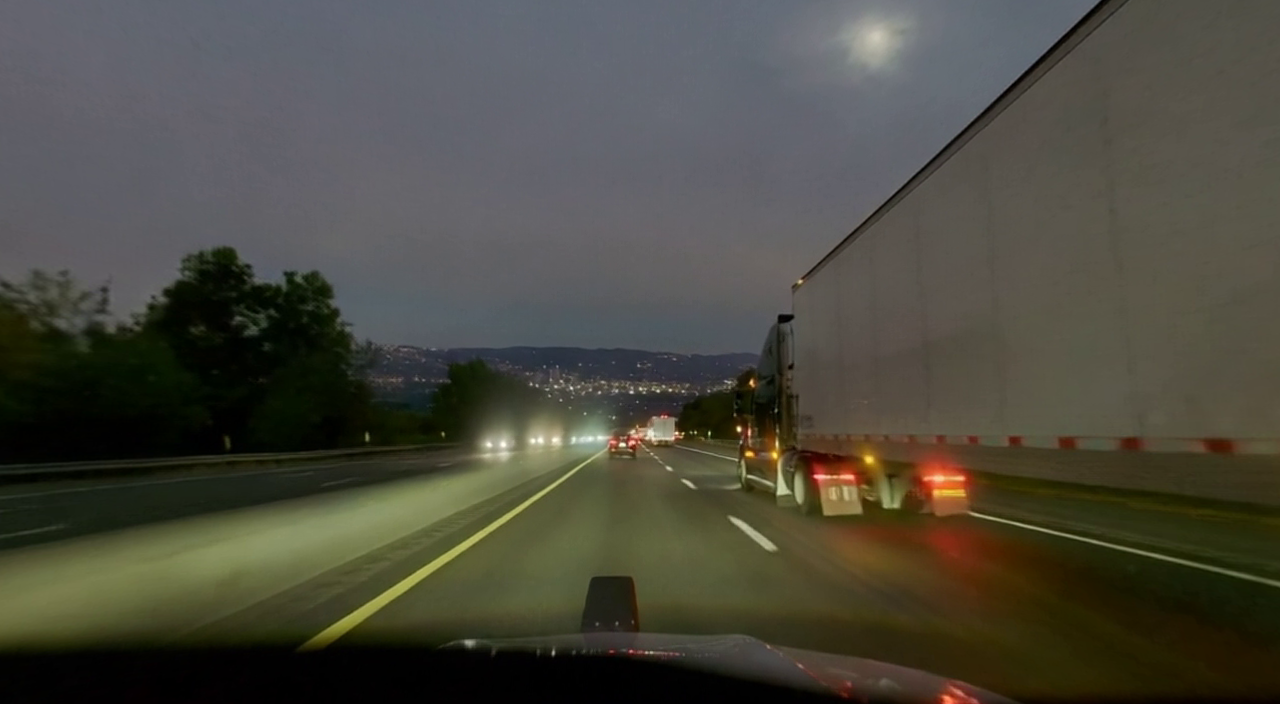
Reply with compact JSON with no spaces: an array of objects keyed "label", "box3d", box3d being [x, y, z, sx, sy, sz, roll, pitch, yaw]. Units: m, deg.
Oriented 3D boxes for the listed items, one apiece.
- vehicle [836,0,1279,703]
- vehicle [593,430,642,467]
[{"label":"vehicle","box3d":[4.181,-0.163,3.524,2.853,4.038,9.832,0,-8,-1]},{"label":"vehicle","box3d":[-0.988,4.409,28.967,2.095,1.557,3.963,0,-8,-1]}]
